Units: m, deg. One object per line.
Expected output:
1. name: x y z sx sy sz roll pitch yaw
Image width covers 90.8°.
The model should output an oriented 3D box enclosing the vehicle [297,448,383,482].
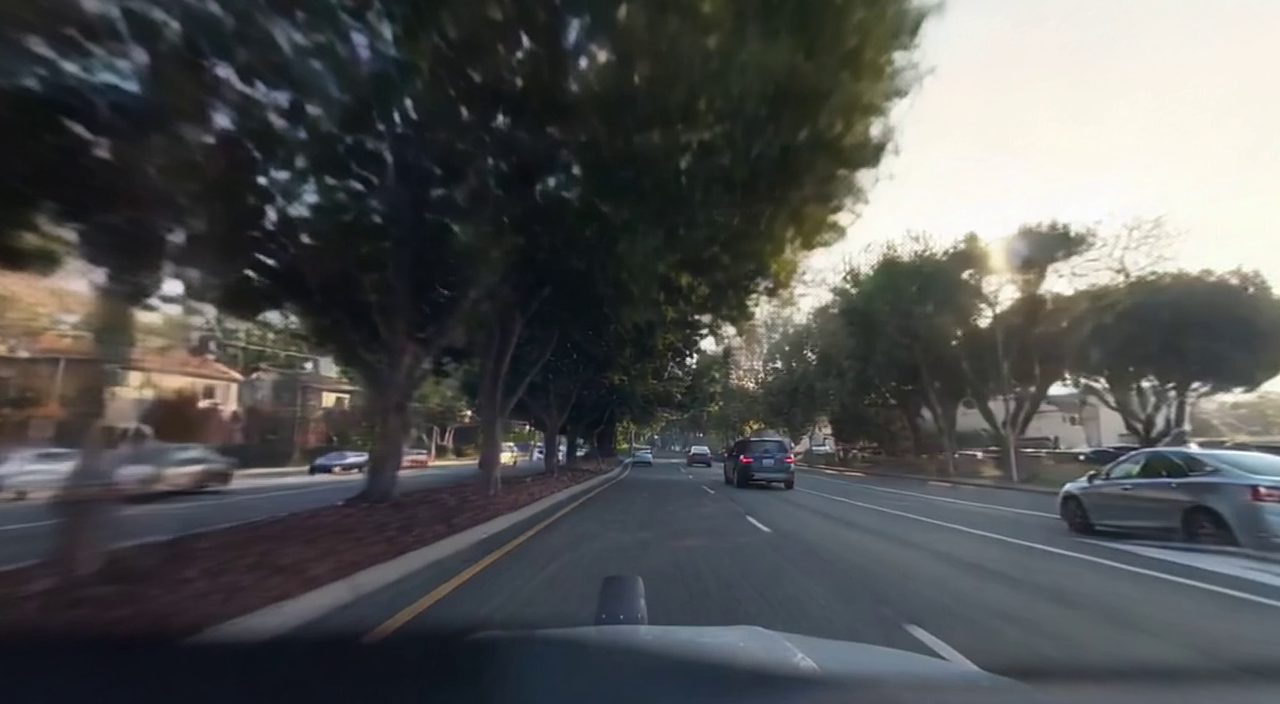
1. vehicle: -15.416 5.801 32.822 1.991 1.513 5.063 0 -8 0

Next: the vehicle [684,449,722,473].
1. vehicle: 4.073 7.138 41.758 2.064 1.474 4.389 0 -9 0

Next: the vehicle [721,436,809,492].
1. vehicle: 4.353 3.989 22.883 2.209 1.813 4.724 0 -9 0

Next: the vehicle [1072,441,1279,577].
1. vehicle: 8.043 1.912 8.146 1.949 1.492 4.103 0 -9 -2

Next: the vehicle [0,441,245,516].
1. vehicle: -11.967 2.900 15.097 2.046 1.485 4.591 0 -9 0
